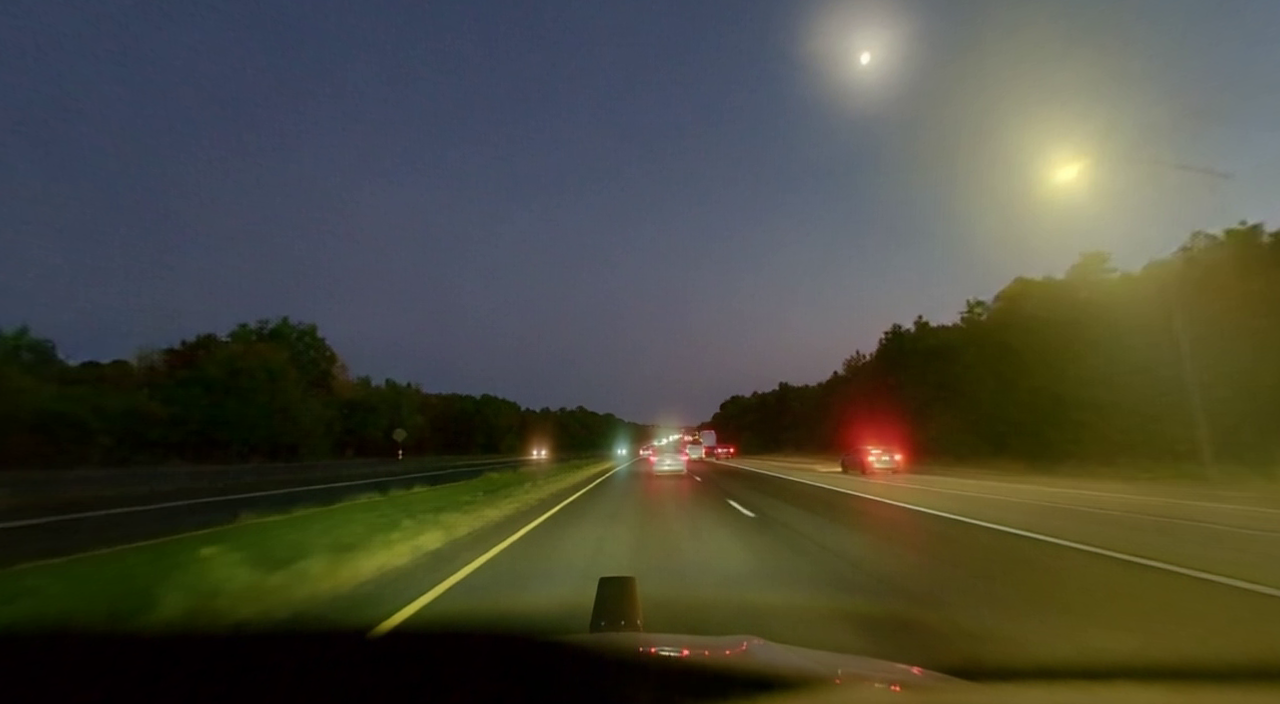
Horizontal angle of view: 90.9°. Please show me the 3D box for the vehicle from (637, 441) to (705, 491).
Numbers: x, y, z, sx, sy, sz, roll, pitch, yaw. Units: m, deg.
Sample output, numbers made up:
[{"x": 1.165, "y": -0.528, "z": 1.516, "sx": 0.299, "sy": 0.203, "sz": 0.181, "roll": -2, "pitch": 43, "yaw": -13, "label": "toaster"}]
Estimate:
[{"x": 0.943, "y": 3.756, "z": 21.151, "sx": 2.053, "sy": 1.483, "sz": 4.185, "roll": 0, "pitch": -9, "yaw": 0, "label": "vehicle"}]

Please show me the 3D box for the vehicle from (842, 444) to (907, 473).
[{"x": 12.672, "y": 5.782, "z": 34.315, "sx": 1.926, "sy": 1.483, "sz": 3.528, "roll": 1, "pitch": -9, "yaw": -4, "label": "vehicle"}]
